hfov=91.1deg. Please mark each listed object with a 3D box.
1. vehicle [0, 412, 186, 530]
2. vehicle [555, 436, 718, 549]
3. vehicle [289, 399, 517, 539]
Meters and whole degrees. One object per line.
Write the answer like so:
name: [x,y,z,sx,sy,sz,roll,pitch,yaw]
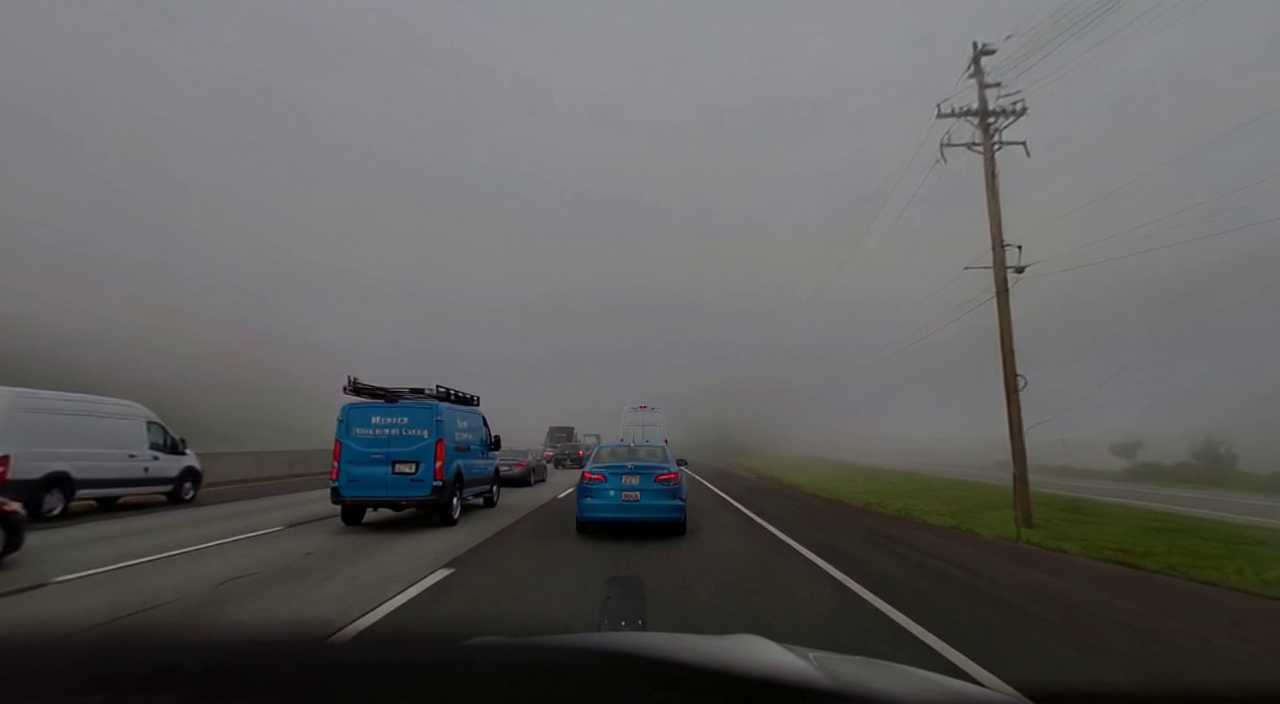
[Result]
vehicle: [-11.235,2.122,11.512,2.040,1.872,4.969,0,-8,0]
vehicle: [-0.042,2.084,10.046,2.054,1.421,4.090,0,-8,0]
vehicle: [-3.806,1.983,11.202,2.142,1.952,4.556,0,-8,2]
